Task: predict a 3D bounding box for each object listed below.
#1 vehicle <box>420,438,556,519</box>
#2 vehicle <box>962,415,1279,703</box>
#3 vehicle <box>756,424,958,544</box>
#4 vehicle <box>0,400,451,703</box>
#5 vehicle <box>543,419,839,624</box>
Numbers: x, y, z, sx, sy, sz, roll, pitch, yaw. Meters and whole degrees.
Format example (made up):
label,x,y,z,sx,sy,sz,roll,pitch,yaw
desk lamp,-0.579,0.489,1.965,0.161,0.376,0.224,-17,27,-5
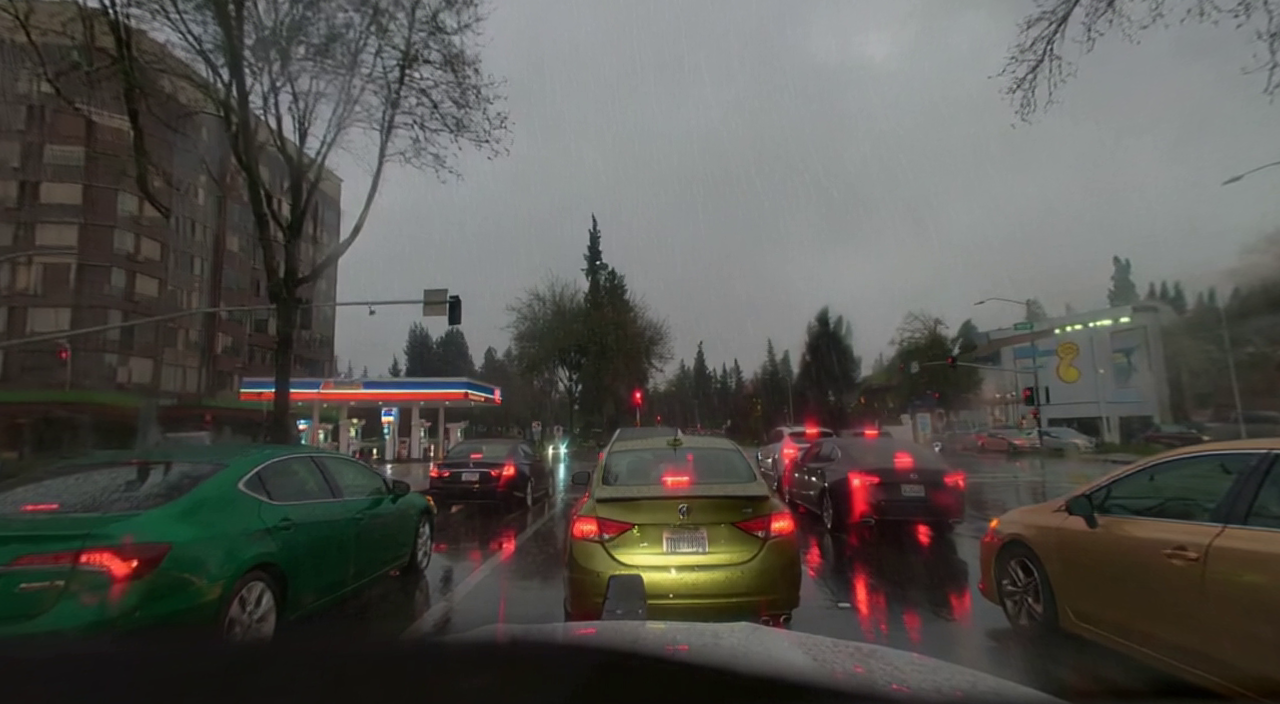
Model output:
label,x,y,z,sx,sy,sz,roll,pitch,yaw
vehicle,-3.078,2.644,13.701,1.867,1.474,4.237,0,-9,0
vehicle,4.171,1.142,3.637,1.950,1.497,4.686,0,-9,-3
vehicle,3.368,2.128,10.771,1.947,1.630,4.127,0,-9,0
vehicle,-3.011,1.260,4.616,1.887,1.493,4.255,0,-9,1
vehicle,0.324,1.592,6.948,2.220,1.507,4.317,0,-9,-2
